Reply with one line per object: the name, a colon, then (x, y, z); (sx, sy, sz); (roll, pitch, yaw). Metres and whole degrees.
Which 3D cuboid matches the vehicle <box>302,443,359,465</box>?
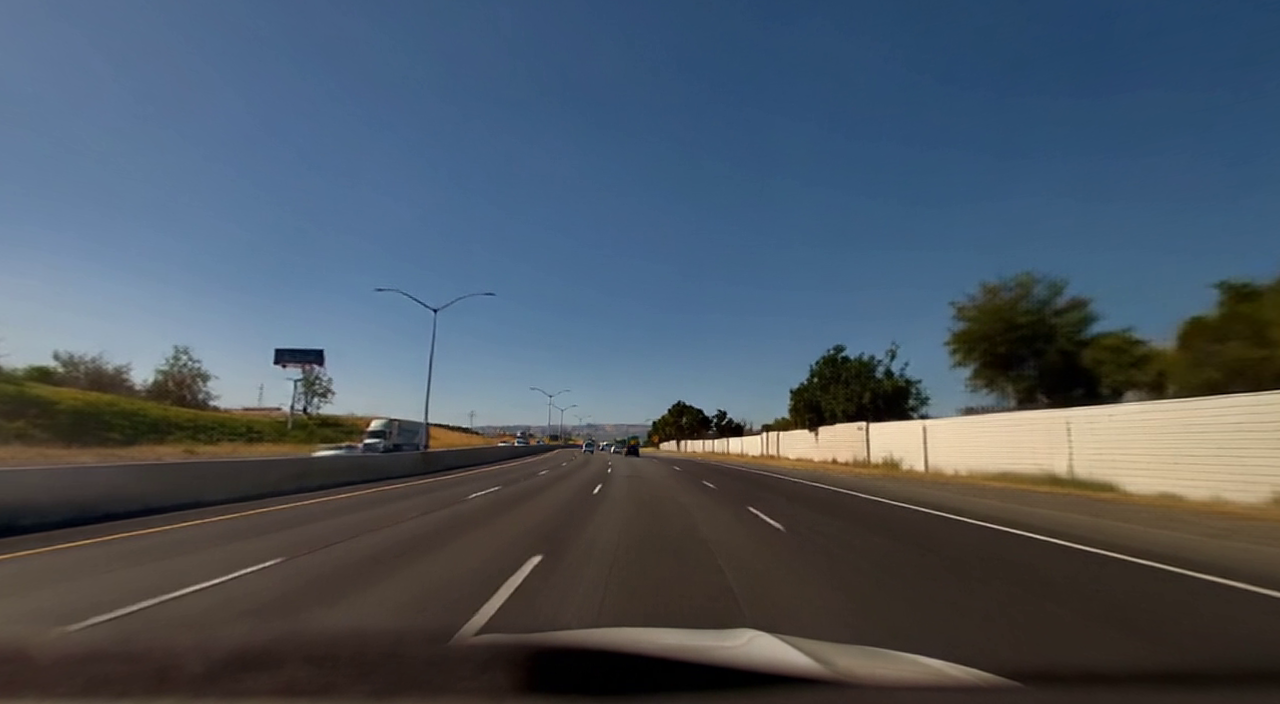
vehicle: (-22.720, 7.480, 46.441); (1.905, 1.477, 4.669); (0, -8, -1)
